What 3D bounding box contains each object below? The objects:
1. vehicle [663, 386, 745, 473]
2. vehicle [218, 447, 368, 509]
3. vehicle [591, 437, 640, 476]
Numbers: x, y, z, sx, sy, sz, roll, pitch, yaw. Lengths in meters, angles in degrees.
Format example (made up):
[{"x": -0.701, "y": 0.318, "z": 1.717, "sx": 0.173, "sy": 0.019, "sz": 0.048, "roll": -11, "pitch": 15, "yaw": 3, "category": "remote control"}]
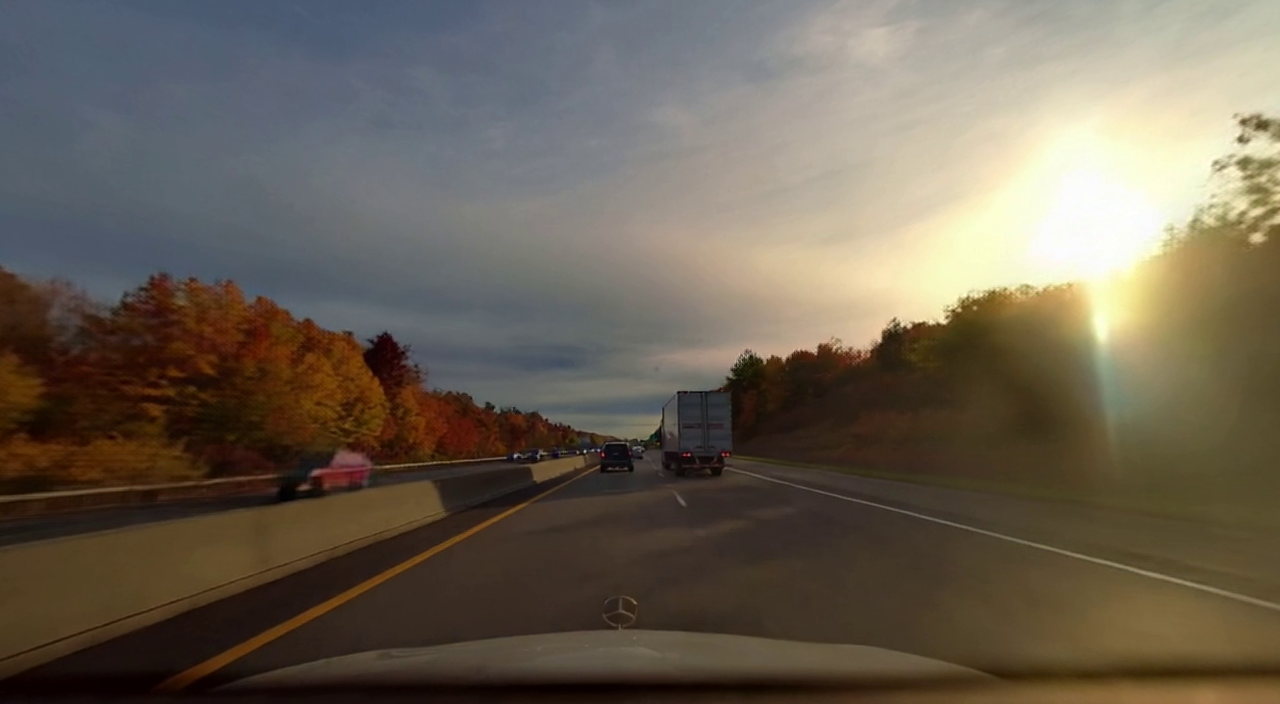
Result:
[{"x": 3.254, "y": 4.683, "z": 36.445, "sx": 3.068, "sy": 4.042, "sz": 13.787, "roll": 0, "pitch": -9, "yaw": -1, "category": "vehicle"}, {"x": -9.818, "y": 3.554, "z": 18.168, "sx": 1.946, "sy": 1.550, "sz": 4.142, "roll": -1, "pitch": -9, "yaw": 0, "category": "vehicle"}, {"x": -1.084, "y": 4.927, "z": 29.713, "sx": 2.151, "sy": 1.693, "sz": 4.201, "roll": -1, "pitch": -9, "yaw": -1, "category": "vehicle"}]
